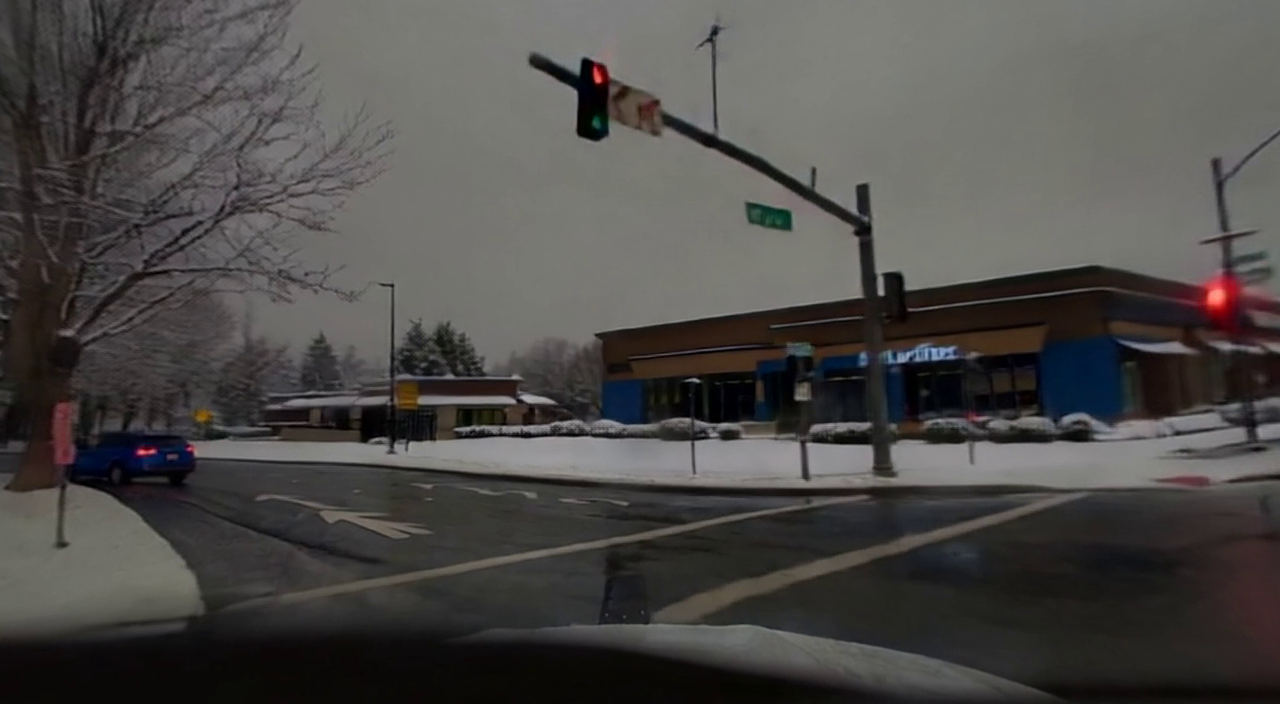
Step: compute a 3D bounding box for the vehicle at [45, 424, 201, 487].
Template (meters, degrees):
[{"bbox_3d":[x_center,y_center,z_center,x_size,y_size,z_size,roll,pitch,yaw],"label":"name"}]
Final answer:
[{"bbox_3d":[-16.962,3.311,20.636,5.110,1.814,2.146,-4,-9,30],"label":"vehicle"}]
